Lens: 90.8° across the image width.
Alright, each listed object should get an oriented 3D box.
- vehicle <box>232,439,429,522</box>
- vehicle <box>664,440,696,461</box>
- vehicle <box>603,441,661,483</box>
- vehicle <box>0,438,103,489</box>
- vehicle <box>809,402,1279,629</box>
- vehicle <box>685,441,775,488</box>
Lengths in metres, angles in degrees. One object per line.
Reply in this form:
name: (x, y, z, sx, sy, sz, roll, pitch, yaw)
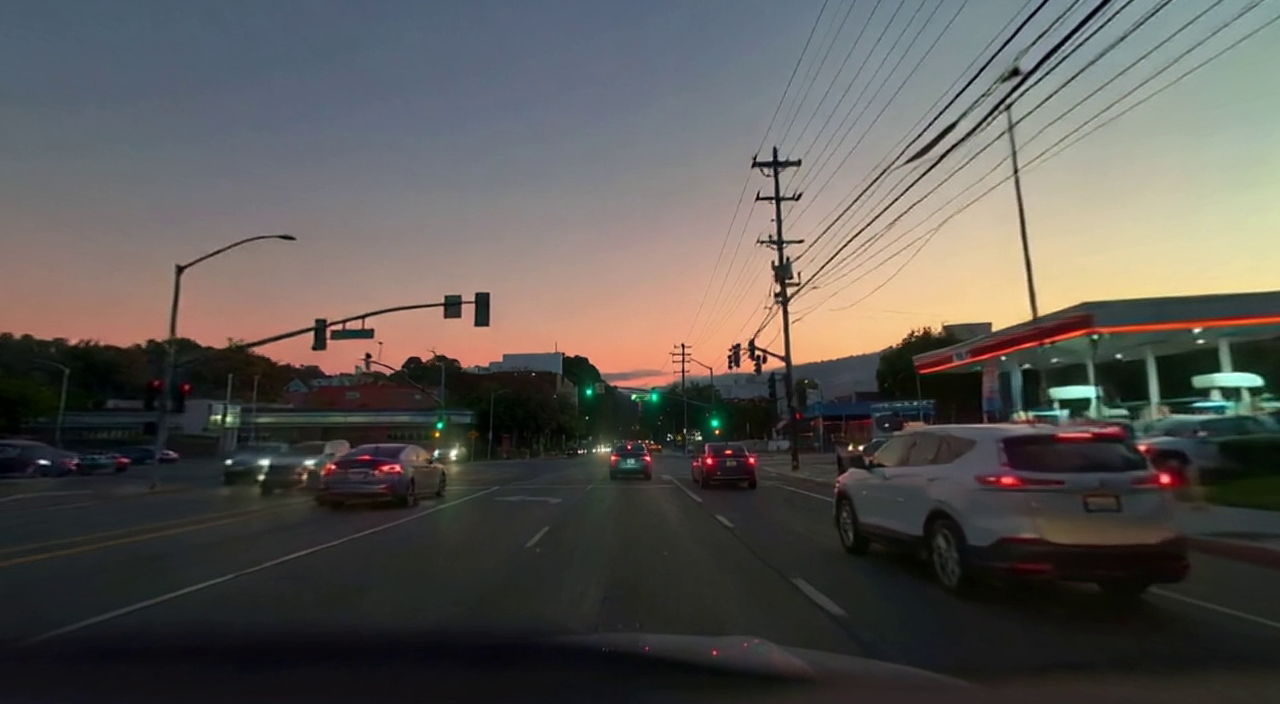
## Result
vehicle: (-6.315, 2.642, 13.572, 2.075, 1.470, 4.190, 0, -9, 1)
vehicle: (2.943, 7.355, 47.089, 1.971, 1.477, 4.121, 0, -9, -2)
vehicle: (-0.333, 4.214, 24.545, 2.065, 1.484, 3.894, 0, -9, -1)
vehicle: (-30.336, 5.277, 30.004, 6.968, 2.250, 2.605, 0, -9, -3)
vehicle: (3.800, 1.567, 7.104, 2.452, 1.682, 4.565, 0, -9, -1)
vehicle: (2.927, 3.804, 21.719, 2.208, 1.436, 4.542, 0, -9, -3)
